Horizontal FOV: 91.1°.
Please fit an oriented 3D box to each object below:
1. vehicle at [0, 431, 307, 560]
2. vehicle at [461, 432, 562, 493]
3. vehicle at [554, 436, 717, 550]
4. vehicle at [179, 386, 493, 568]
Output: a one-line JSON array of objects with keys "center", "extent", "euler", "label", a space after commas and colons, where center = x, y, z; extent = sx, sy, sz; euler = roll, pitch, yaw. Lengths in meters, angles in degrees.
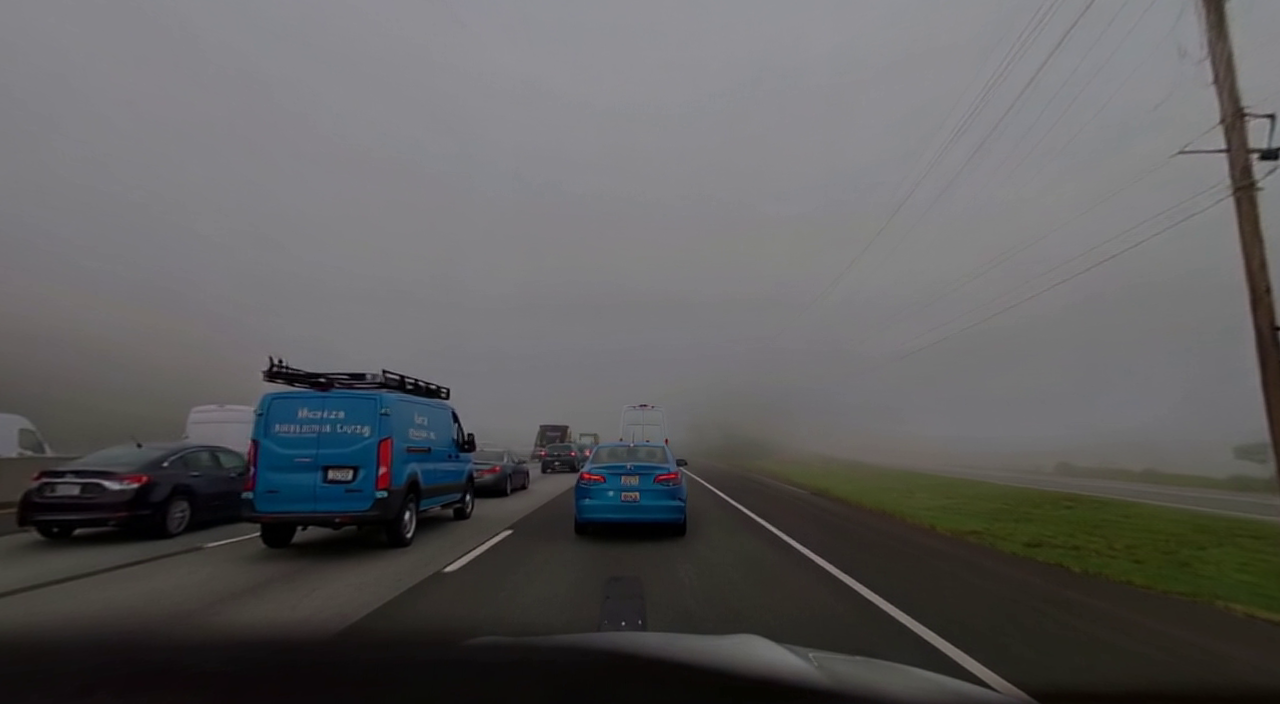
[{"center": [-7.415, 2.034, 9.730], "extent": [1.933, 1.506, 4.504], "euler": [0, -8, 1], "label": "vehicle"}, {"center": [-3.826, 3.392, 19.601], "extent": [2.114, 1.657, 4.432], "euler": [0, -8, 2], "label": "vehicle"}, {"center": [-0.064, 2.090, 10.046], "extent": [2.054, 1.421, 4.090], "euler": [0, -8, 0], "label": "vehicle"}, {"center": [-3.826, 1.681, 9.122], "extent": [2.142, 1.952, 4.556], "euler": [0, -8, 2], "label": "vehicle"}]
